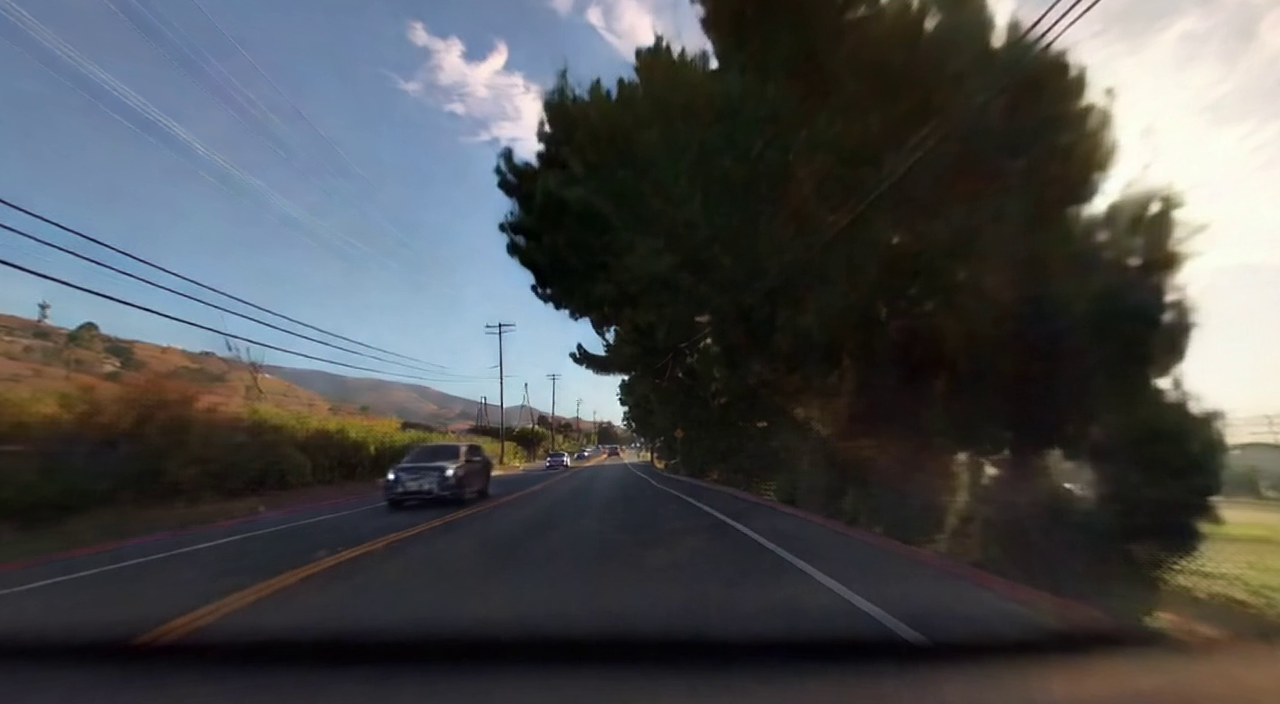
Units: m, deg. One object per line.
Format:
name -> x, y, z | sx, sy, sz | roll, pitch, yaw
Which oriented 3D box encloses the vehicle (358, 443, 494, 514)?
vehicle -> -5.653, 3.360, 17.415 | 2.121, 1.653, 4.510 | 0, -8, 0
